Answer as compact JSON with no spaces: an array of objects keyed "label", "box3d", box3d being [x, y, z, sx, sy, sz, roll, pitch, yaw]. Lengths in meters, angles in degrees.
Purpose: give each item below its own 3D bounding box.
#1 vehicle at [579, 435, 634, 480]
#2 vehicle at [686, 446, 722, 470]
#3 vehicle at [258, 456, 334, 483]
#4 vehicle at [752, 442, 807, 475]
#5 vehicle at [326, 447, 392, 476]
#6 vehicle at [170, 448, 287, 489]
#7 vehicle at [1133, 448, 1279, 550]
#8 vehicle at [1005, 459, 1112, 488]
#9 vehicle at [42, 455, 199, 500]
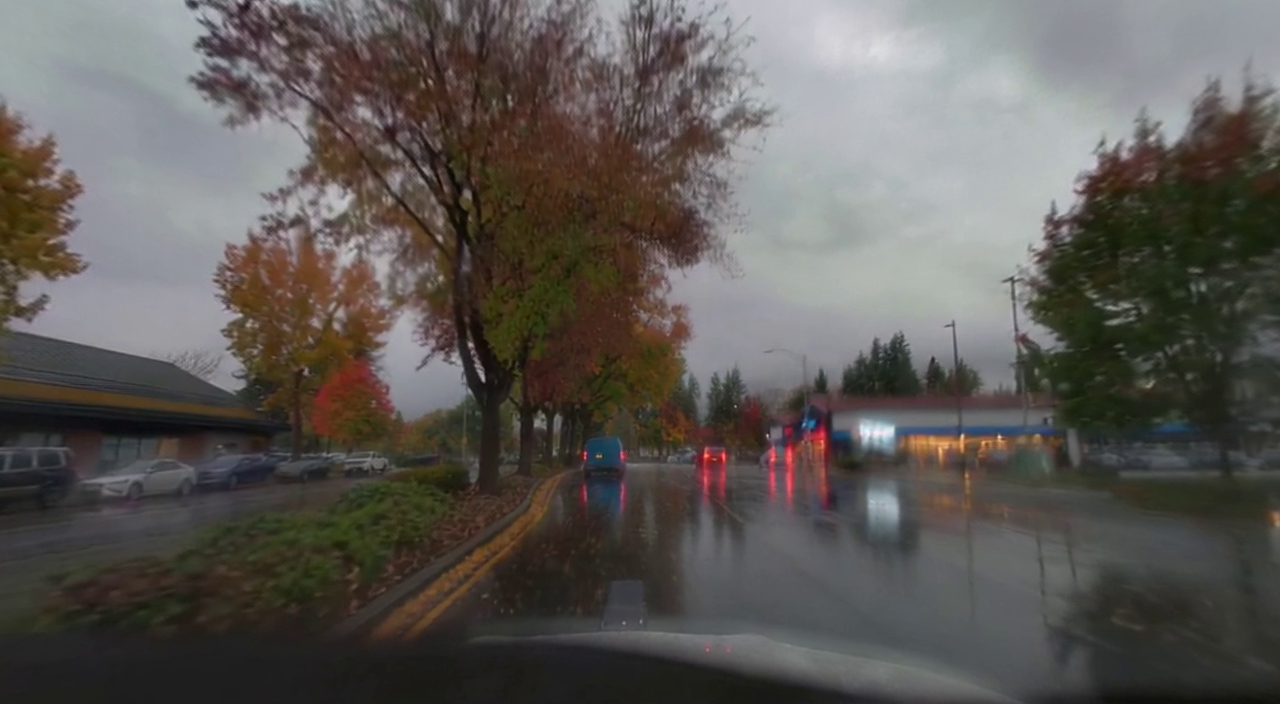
[{"label":"vehicle","box3d":[-1.584,4.815,29.051,2.344,1.863,4.665,1,-9,-4]},{"label":"vehicle","box3d":[4.142,6.909,41.313,1.886,1.464,4.290,0,-9,0]},{"label":"vehicle","box3d":[-18.848,6.432,34.783,1.737,1.349,4.014,0,-9,3]},{"label":"vehicle","box3d":[7.717,5.924,35.336,2.040,1.738,4.414,0,-9,0]},{"label":"vehicle","box3d":[-18.823,7.343,42.497,1.914,1.785,5.408,0,-8,0]},{"label":"vehicle","box3d":[-19.088,5.385,29.585,2.137,1.723,4.850,0,-8,1]},{"label":"vehicle","box3d":[10.477,2.211,9.585,2.092,1.473,4.813,0,-9,1]},{"label":"vehicle","box3d":[27.939,8.108,42.215,5.680,1.772,2.071,0,-9,-3]},{"label":"vehicle","box3d":[-19.193,4.623,23.659,1.985,1.463,4.603,0,-8,-1]}]
